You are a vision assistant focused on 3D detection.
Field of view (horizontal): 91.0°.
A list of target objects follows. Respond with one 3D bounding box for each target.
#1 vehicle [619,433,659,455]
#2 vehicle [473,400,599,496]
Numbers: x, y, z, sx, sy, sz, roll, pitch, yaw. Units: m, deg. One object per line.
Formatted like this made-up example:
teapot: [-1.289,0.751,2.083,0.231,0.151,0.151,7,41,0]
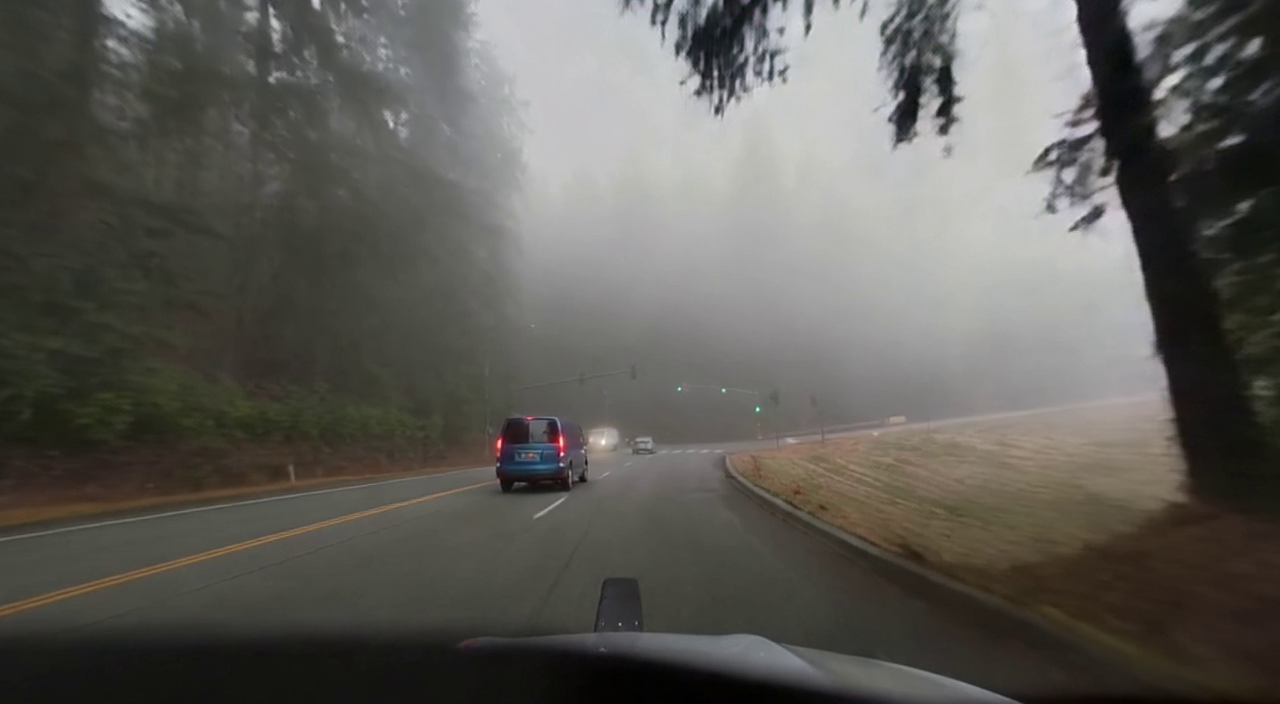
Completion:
vehicle: [0.006,6.641,45.292,2.088,1.484,4.572,-1,-8,11]
vehicle: [-2.570,2.595,17.190,2.362,2.185,5.212,0,-8,2]
